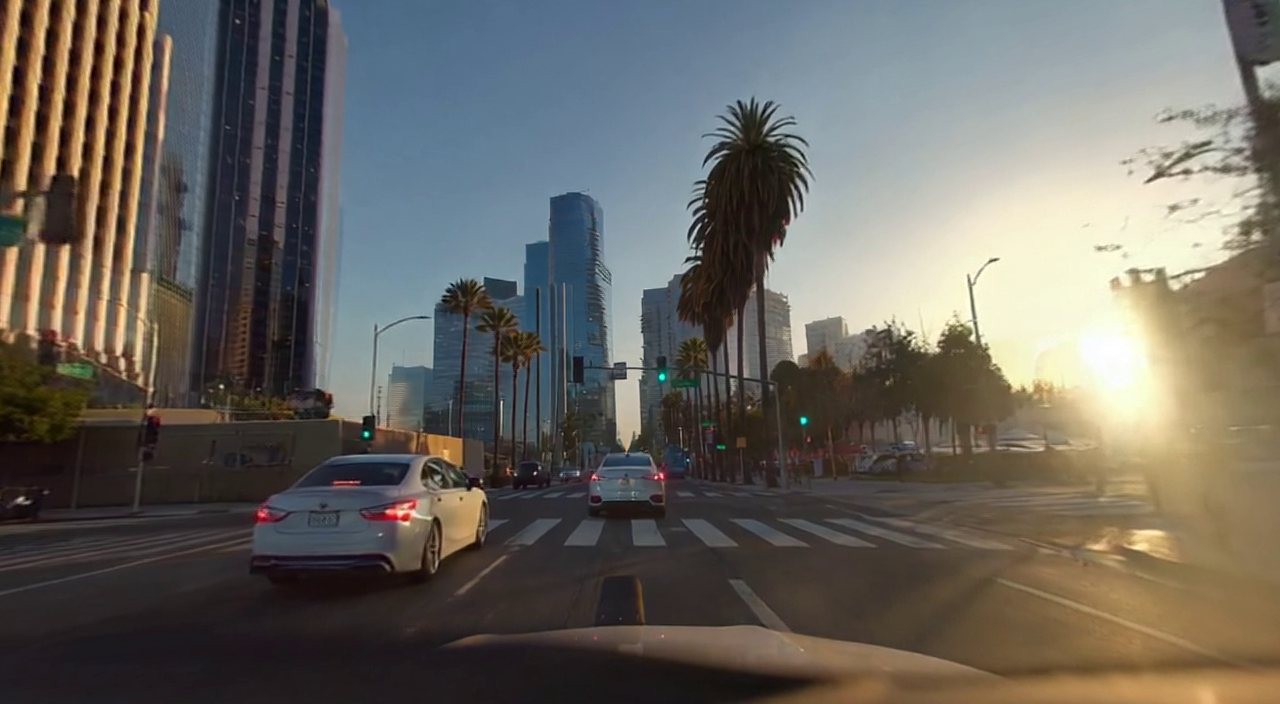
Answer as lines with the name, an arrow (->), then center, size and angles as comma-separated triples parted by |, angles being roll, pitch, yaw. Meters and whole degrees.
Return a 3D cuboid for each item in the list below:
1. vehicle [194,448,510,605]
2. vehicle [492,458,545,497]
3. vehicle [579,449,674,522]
vehicle -> -3.301, 2.068, 8.539 | 2.096, 1.492, 4.666 | 0, -9, 0
vehicle -> -6.720, 6.996, 35.427 | 2.070, 1.893, 4.738 | 0, -9, -1
vehicle -> -0.331, 3.343, 16.312 | 2.145, 1.632, 3.972 | 0, -9, -1
